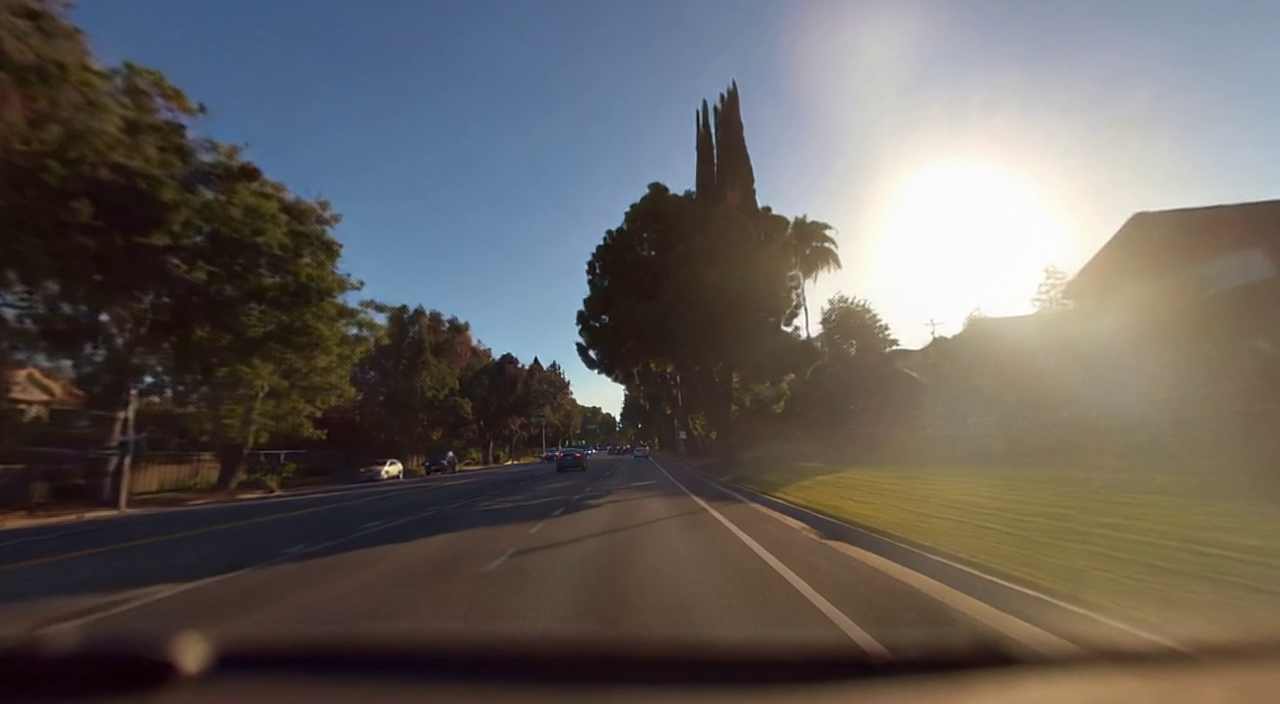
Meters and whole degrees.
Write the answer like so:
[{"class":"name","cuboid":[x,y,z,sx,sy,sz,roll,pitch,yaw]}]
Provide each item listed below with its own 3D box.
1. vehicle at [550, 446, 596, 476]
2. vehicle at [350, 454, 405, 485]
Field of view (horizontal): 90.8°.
[{"class":"vehicle","cuboid":[-3.554,5.834,34.060,1.992,1.447,4.044,0,-8,0]},{"class":"vehicle","cuboid":[-17.530,7.825,42.372,1.948,1.602,4.544,-4,-7,-3]}]
